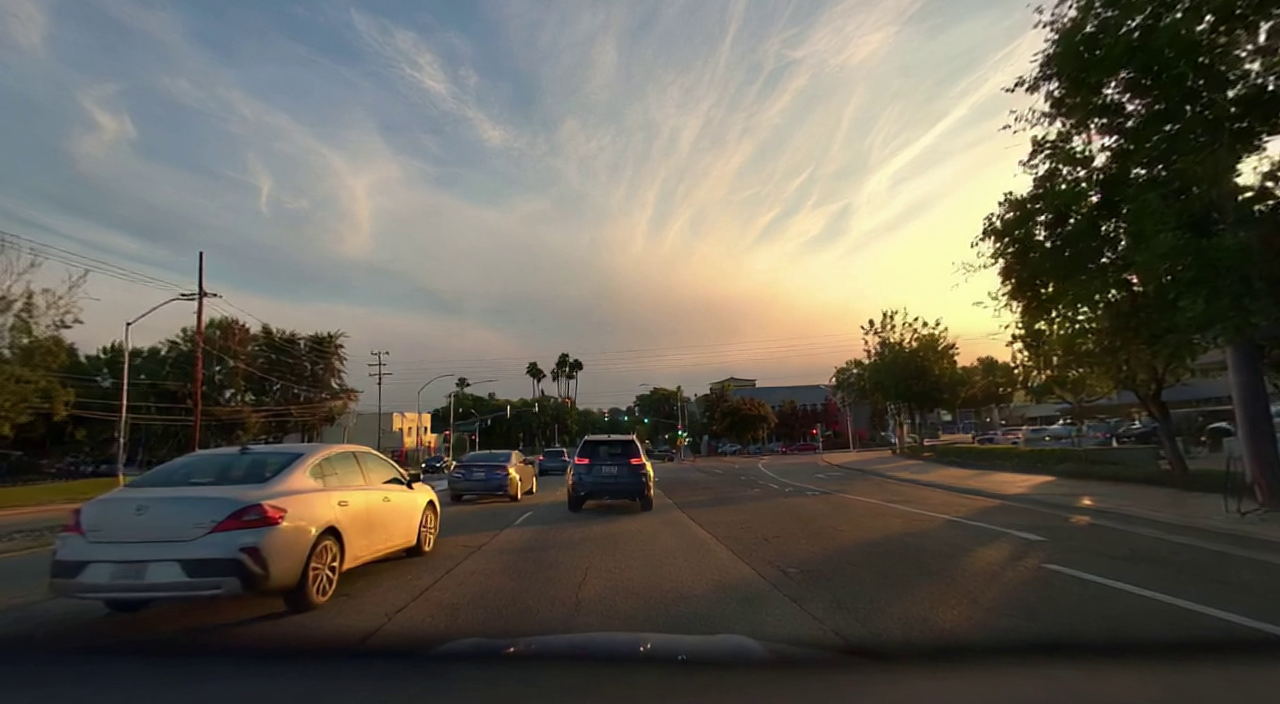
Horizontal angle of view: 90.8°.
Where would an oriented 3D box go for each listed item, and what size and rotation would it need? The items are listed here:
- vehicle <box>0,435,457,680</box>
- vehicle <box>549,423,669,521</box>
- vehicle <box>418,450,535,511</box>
[{"bbox_3d":[-3.483,1.575,6.095,2.064,1.464,4.373,0,-8,1],"label":"vehicle"},{"bbox_3d":[-0.612,2.575,14.014,2.276,1.850,3.897,0,-8,-1],"label":"vehicle"},{"bbox_3d":[-4.125,3.303,16.719,2.008,1.341,4.138,0,-8,0],"label":"vehicle"}]
